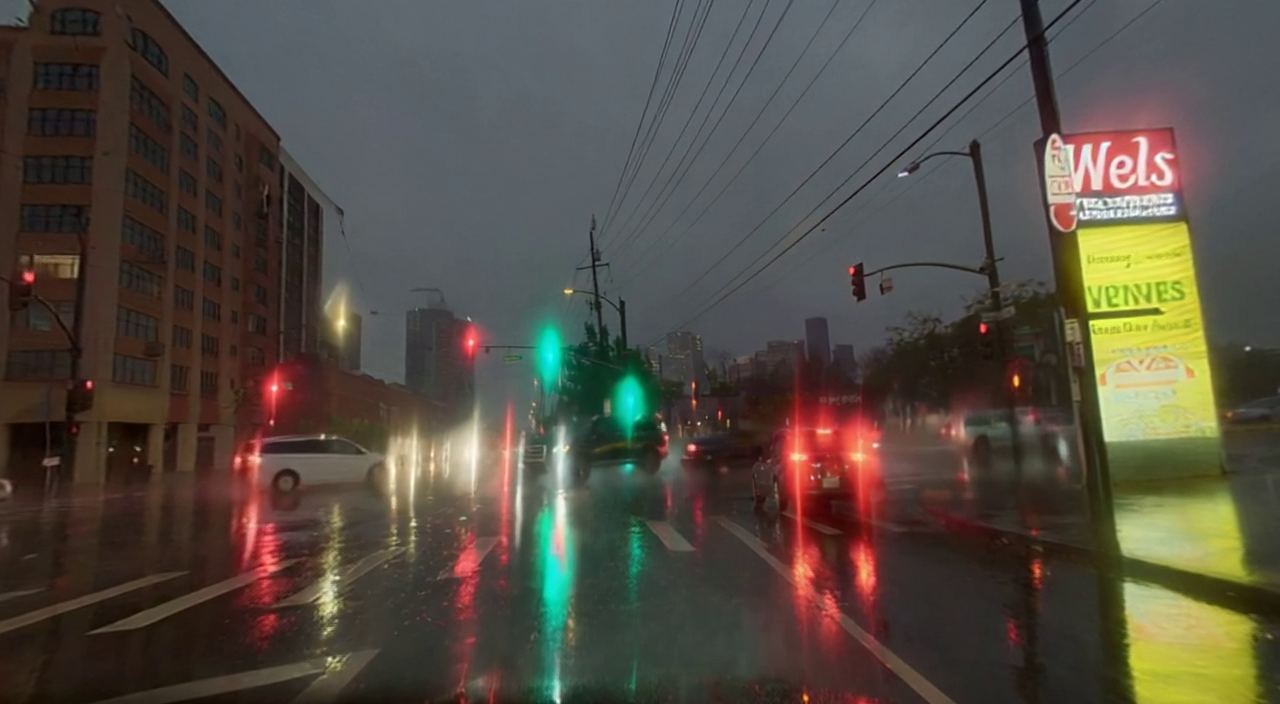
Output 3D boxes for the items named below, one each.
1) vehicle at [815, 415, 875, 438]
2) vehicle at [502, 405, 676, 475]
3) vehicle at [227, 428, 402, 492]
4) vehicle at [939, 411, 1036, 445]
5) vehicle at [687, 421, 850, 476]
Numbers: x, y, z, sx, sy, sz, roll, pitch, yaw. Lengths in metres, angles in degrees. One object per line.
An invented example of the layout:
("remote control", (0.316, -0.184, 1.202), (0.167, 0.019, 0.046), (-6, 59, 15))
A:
("vehicle", (16.031, 5.838, 49.420), (4.589, 1.730, 1.801), (4, -9, -31))
("vehicle", (-1.486, 2.909, 20.806), (2.374, 1.985, 5.588), (-8, -11, 41))
("vehicle", (-10.077, 3.324, 19.824), (2.105, 1.761, 4.292), (-8, -11, 40))
("vehicle", (16.268, 3.597, 29.532), (4.433, 1.453, 1.804), (5, -10, -30))
("vehicle", (3.933, 2.913, 19.264), (4.707, 1.487, 1.907), (4, -10, -29))
